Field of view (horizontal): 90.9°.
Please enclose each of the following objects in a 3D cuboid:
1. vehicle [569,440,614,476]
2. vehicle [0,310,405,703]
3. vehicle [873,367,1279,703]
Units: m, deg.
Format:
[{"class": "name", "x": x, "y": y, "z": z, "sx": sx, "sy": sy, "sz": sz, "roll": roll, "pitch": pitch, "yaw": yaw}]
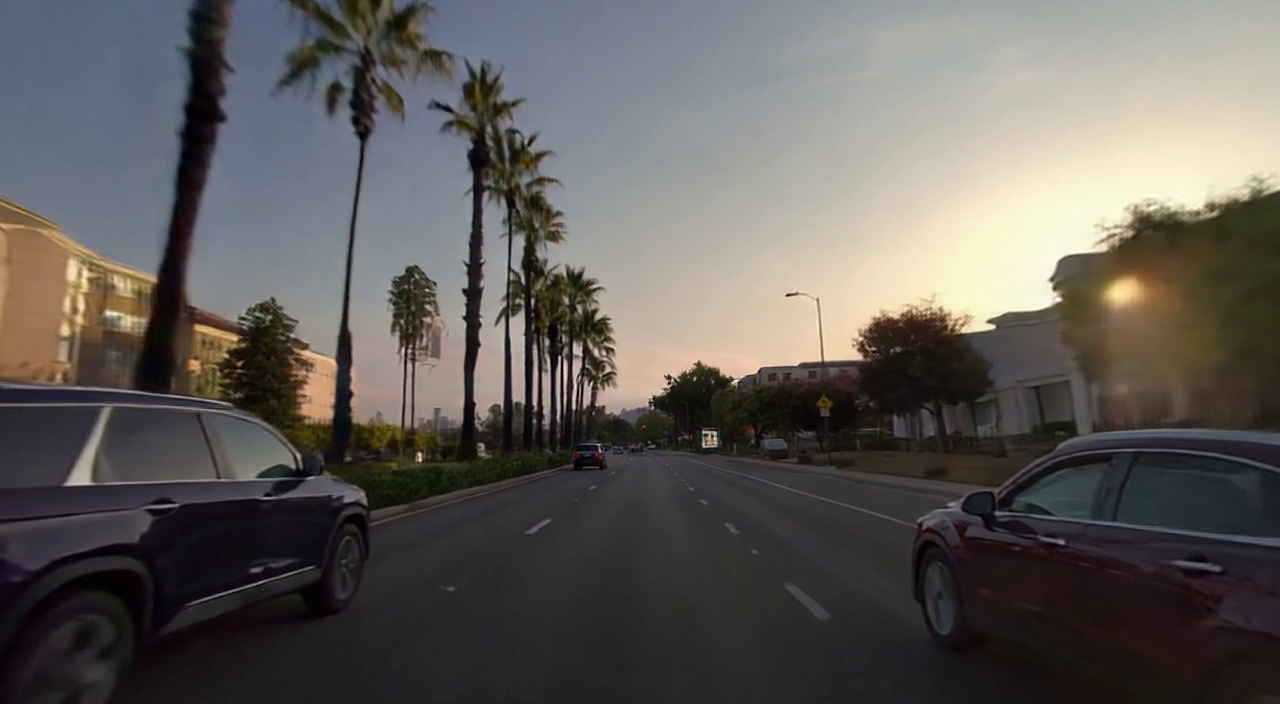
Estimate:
[{"class": "vehicle", "x": -2.480, "y": 5.573, "z": 33.282, "sx": 1.998, "sy": 1.743, "sz": 4.402, "roll": 0, "pitch": -8, "yaw": 1}, {"class": "vehicle", "x": -3.241, "y": 0.985, "z": 3.632, "sx": 2.058, "sy": 1.804, "sz": 4.391, "roll": 0, "pitch": -8, "yaw": 0}, {"class": "vehicle", "x": 2.848, "y": 0.973, "z": 2.962, "sx": 1.946, "sy": 1.513, "sz": 4.133, "roll": 0, "pitch": -8, "yaw": 1}]
